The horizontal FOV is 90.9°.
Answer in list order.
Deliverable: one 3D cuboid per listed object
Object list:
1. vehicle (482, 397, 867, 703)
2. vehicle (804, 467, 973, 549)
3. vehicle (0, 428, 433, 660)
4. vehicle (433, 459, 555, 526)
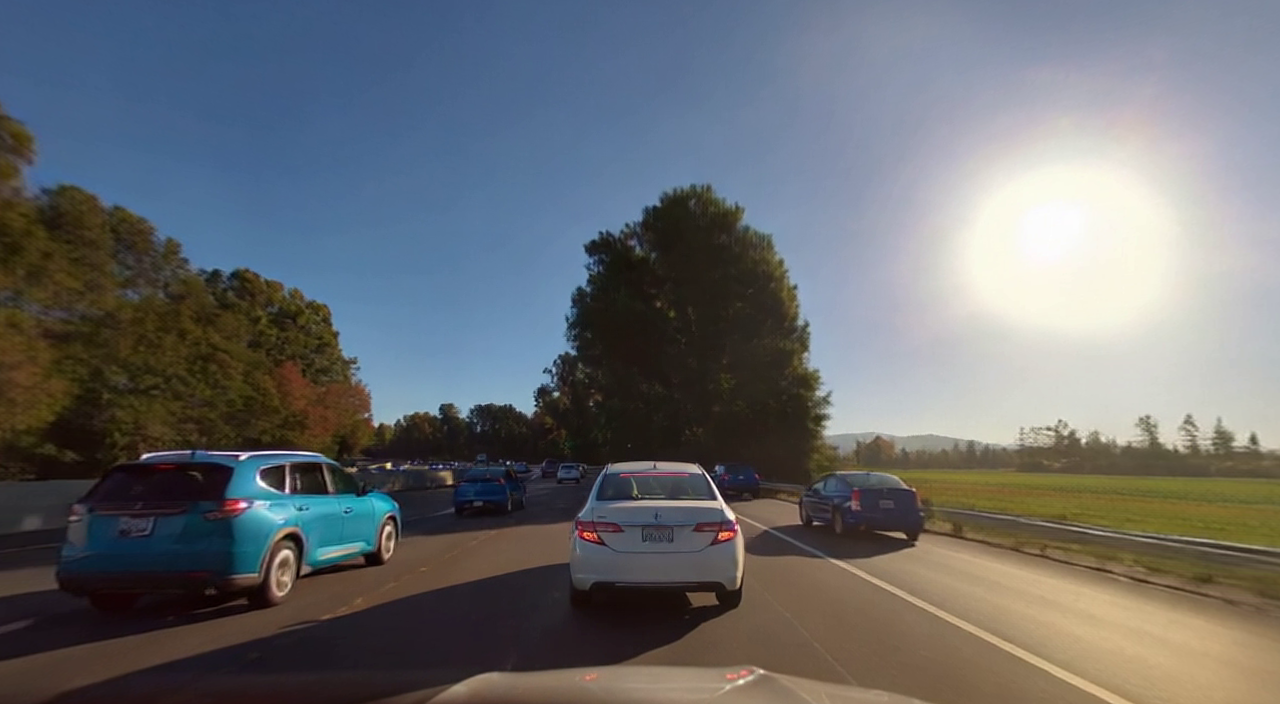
[{"bbox_3d":[0.150,1.498,5.533,2.057,1.725,4.126,1,-11,-1],"label":"vehicle"},{"bbox_3d":[4.915,3.138,13.198,1.870,1.382,4.287,0,-11,1],"label":"vehicle"},{"bbox_3d":[-3.910,1.714,6.536,1.994,1.556,4.263,0,-11,1],"label":"vehicle"},{"bbox_3d":[-3.680,3.666,16.862,1.960,1.502,4.593,0,-11,3],"label":"vehicle"}]
